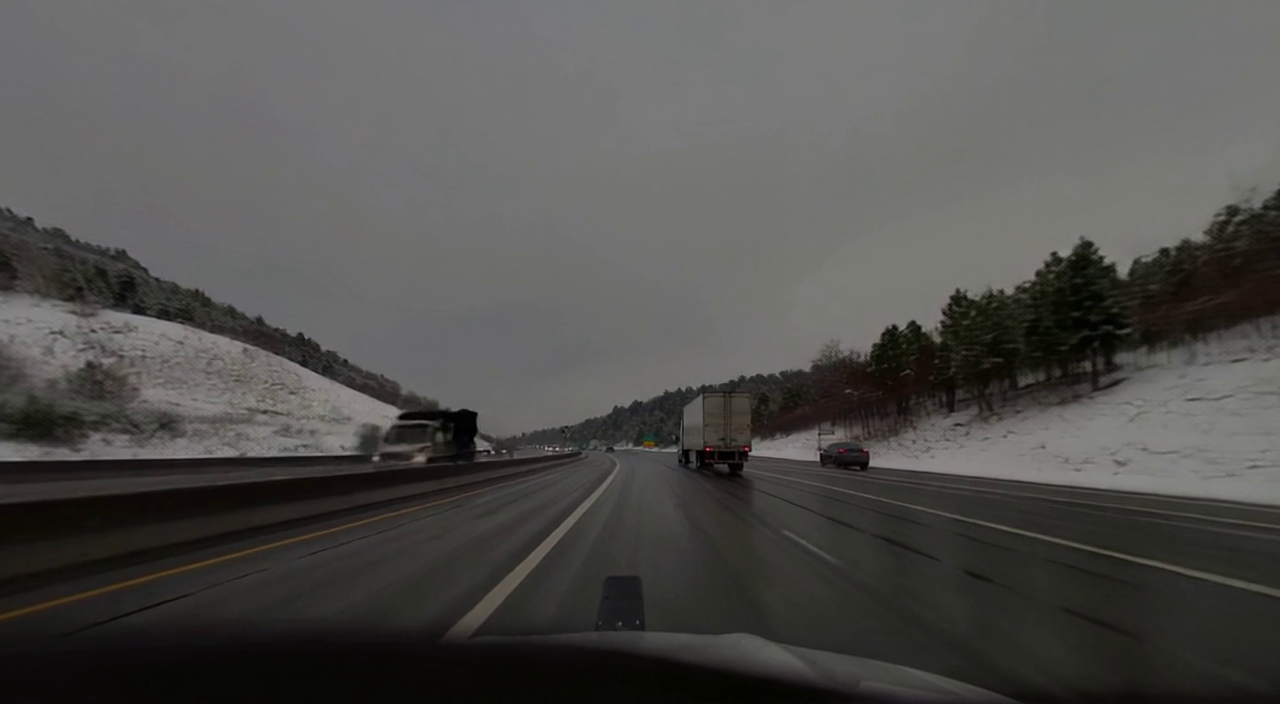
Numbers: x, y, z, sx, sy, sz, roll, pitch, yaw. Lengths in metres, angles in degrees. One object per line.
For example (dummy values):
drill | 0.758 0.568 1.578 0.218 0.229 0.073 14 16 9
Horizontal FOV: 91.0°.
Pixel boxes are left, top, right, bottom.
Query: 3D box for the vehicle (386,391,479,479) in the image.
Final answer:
vehicle | -8.902 3.633 27.415 2.873 3.553 3.144 0 -9 -1

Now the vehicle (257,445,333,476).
vehicle | -20.230 6.364 37.183 1.995 1.714 4.416 0 -9 -1

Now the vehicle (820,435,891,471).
vehicle | 11.481 5.423 33.923 2.046 1.741 4.769 0 -9 -1

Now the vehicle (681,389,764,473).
vehicle | 4.256 4.552 35.276 3.049 3.968 10.706 0 -9 -1
